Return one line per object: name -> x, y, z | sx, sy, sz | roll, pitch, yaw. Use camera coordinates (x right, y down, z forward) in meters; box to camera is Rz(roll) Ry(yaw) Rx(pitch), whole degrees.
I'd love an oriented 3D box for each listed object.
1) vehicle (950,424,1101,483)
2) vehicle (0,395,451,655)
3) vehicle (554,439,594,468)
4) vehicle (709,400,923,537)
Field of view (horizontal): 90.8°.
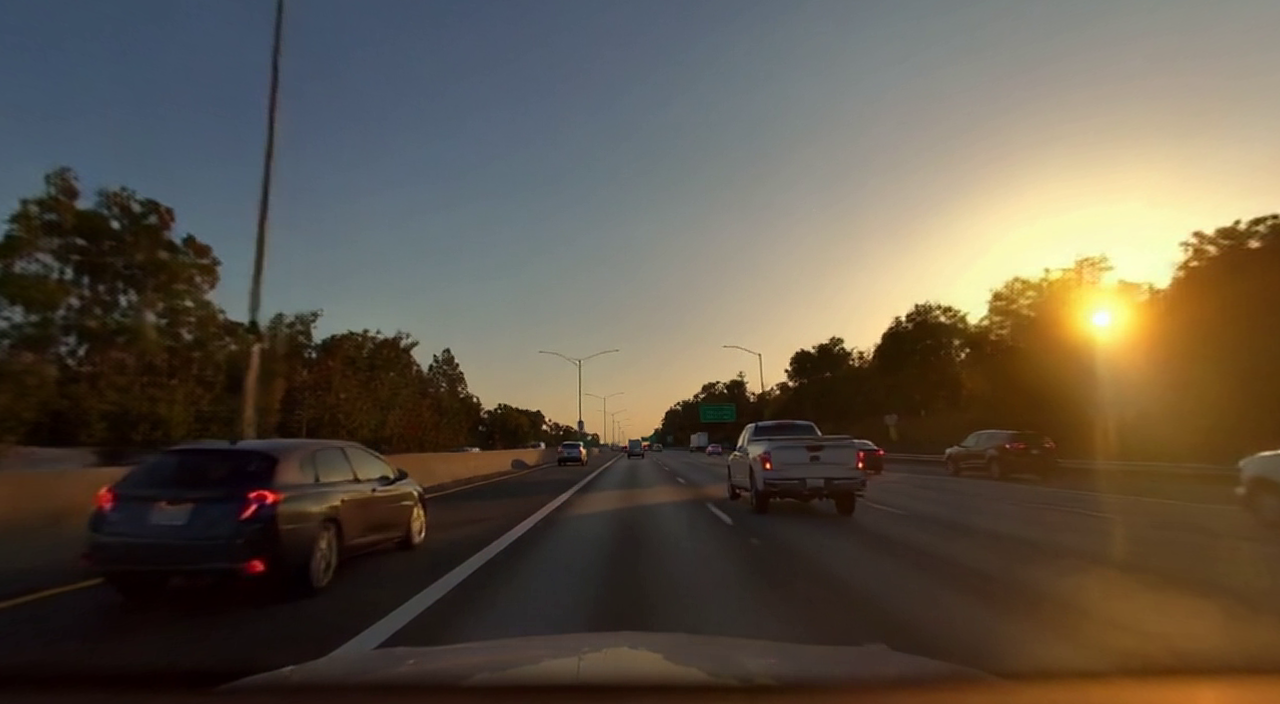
vehicle -> 13.144, 3.514, 22.013 | 2.076, 1.799, 4.871 | 0, -8, -1
vehicle -> -3.610, 1.436, 6.307 | 2.119, 1.654, 4.353 | 0, -8, 0
vehicle -> -3.933, 6.130, 38.364 | 1.992, 1.651, 4.185 | 0, -8, 0
vehicle -> 2.729, 2.019, 11.576 | 2.200, 1.870, 5.649 | 0, -8, -1
